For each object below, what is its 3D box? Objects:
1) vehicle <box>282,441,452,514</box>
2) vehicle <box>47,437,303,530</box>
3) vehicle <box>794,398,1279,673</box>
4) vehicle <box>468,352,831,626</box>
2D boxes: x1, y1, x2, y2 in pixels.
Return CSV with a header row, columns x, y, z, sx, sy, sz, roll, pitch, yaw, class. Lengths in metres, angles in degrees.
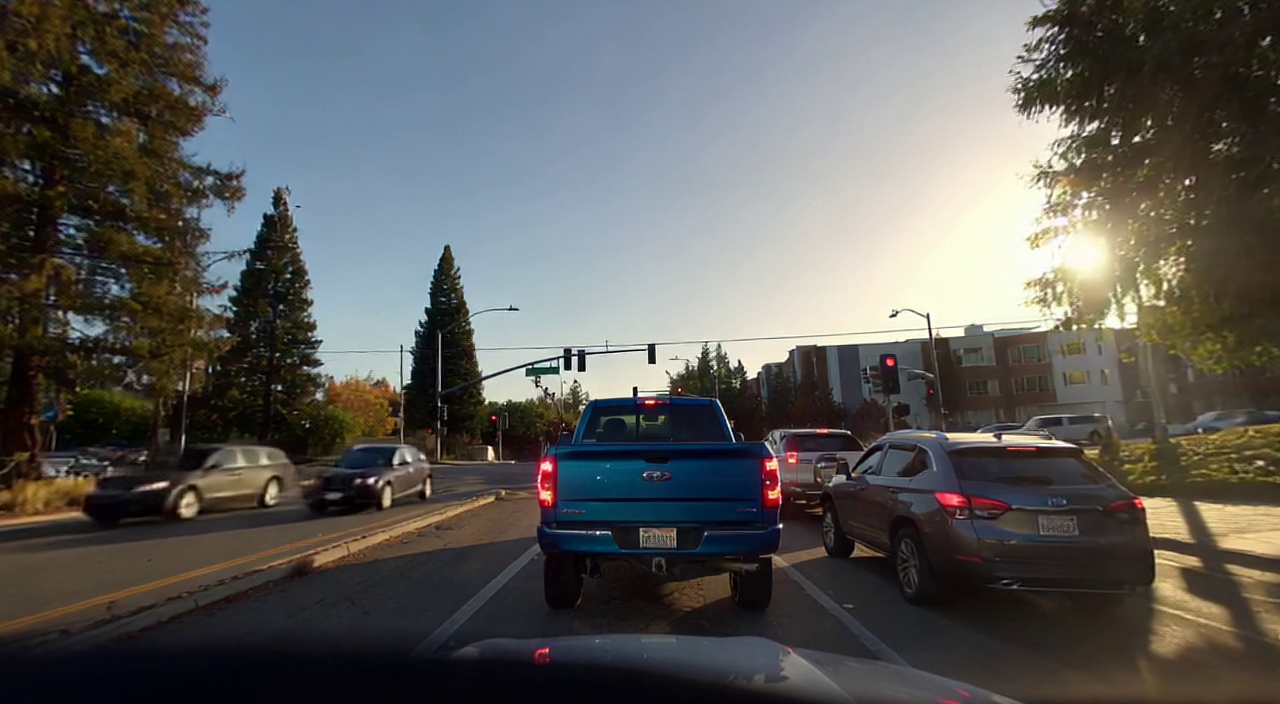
x,y,z,sx,sy,sz,roll,pitch,yaw,class
-6.238,2.887,15.085,1.994,1.469,4.367,0,-8,2,vehicle
-9.457,2.657,13.467,1.920,1.563,4.643,-2,-8,0,vehicle
3.333,1.505,6.504,2.155,1.667,5.162,0,-8,0,vehicle
0.088,1.392,7.404,2.636,2.011,5.425,0,-8,1,vehicle
